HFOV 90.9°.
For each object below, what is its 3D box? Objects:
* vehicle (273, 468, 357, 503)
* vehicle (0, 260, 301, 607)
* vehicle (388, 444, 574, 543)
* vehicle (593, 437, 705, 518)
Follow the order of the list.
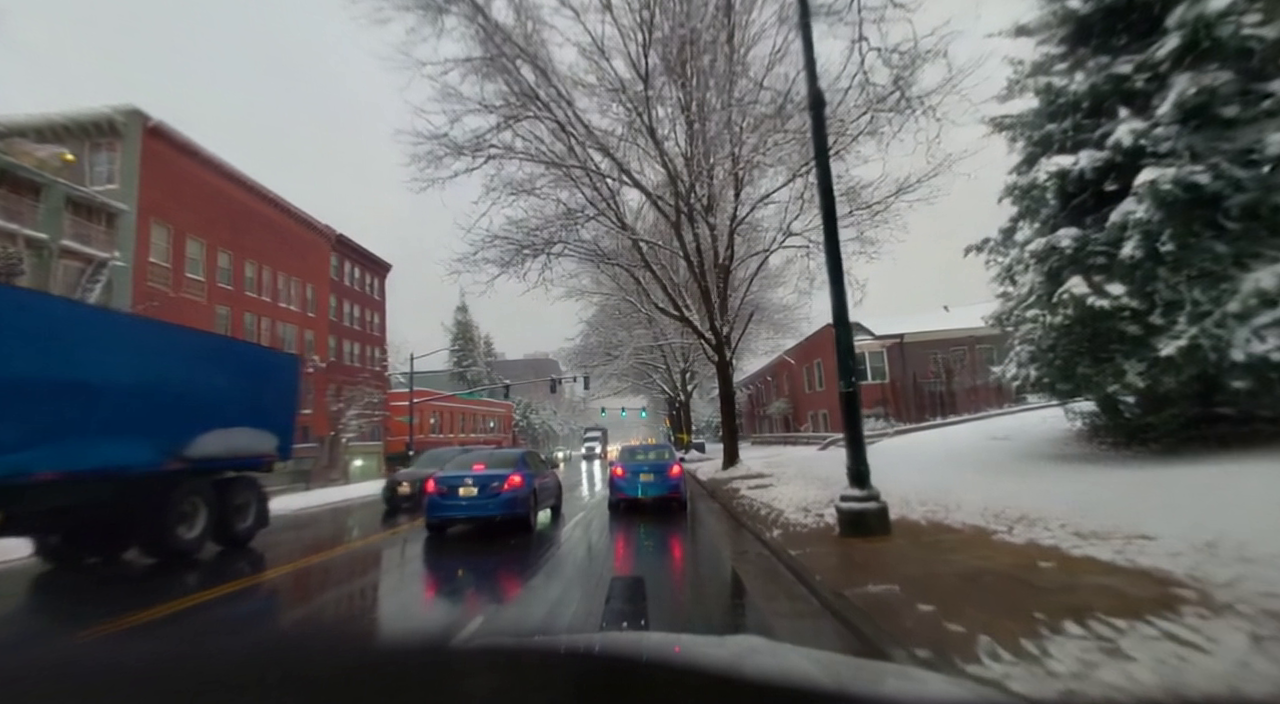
[{"bbox_3d":[-17.110,6.954,33.095,4.584,1.504,2.124,-7,-10,38],"label":"vehicle"},{"bbox_3d":[-8.802,0.965,7.401,2.986,3.933,11.600,0,-8,1],"label":"vehicle"},{"bbox_3d":[-2.624,2.468,11.821,2.099,1.424,4.843,-1,-8,2],"label":"vehicle"},{"bbox_3d":[0.177,2.618,13.755,2.094,1.478,3.922,0,-8,0],"label":"vehicle"}]
